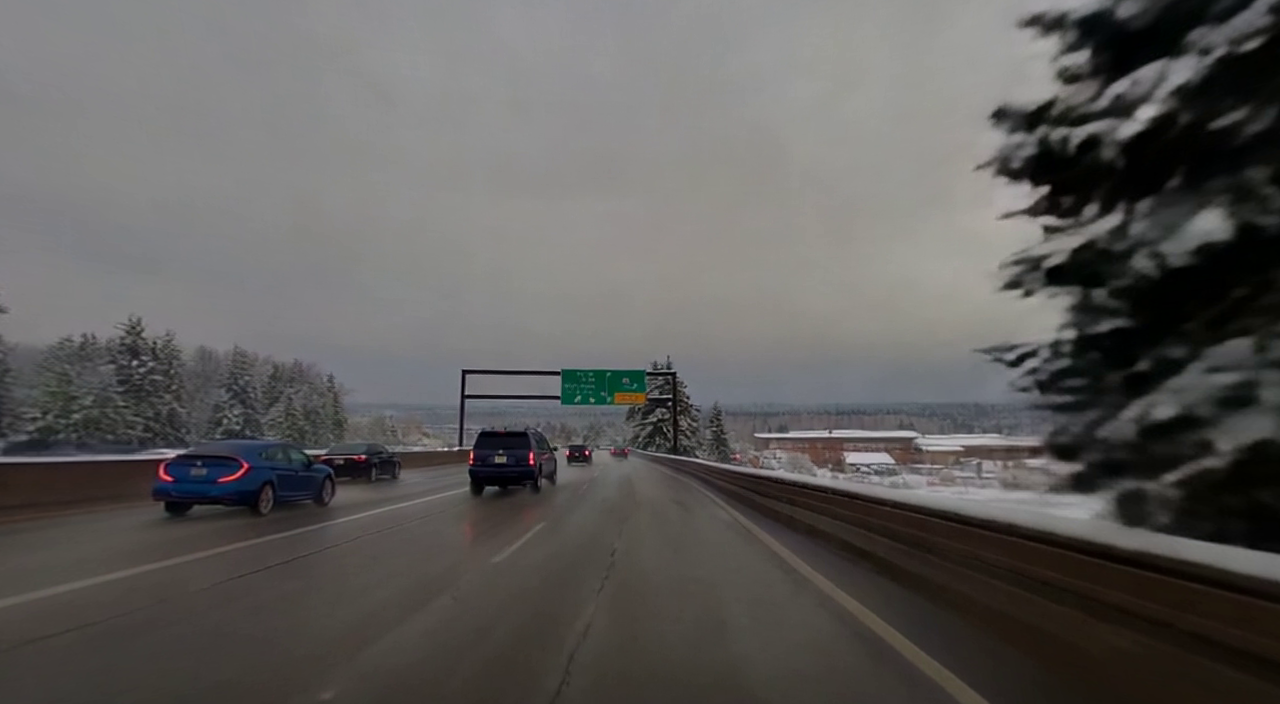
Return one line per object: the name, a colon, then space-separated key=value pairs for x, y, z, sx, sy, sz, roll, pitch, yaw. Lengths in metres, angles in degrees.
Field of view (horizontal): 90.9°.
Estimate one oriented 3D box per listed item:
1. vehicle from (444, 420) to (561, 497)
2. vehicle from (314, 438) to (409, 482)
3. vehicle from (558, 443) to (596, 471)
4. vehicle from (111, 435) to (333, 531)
vehicle: x=-3.926 y=3.164 z=19.150 sx=2.301 sy=1.985 sz=5.247 roll=0 pitch=-8 yaw=1
vehicle: x=-11.456 y=4.426 z=26.300 sx=1.919 sy=1.665 sz=4.394 roll=0 pitch=-8 yaw=0
vehicle: x=-3.741 y=6.306 z=38.107 sx=1.955 sy=1.614 sz=3.817 roll=0 pitch=-8 yaw=0
vehicle: x=-7.512 y=2.335 z=11.796 sx=1.796 sy=1.509 sz=3.393 roll=0 pitch=-8 yaw=0
